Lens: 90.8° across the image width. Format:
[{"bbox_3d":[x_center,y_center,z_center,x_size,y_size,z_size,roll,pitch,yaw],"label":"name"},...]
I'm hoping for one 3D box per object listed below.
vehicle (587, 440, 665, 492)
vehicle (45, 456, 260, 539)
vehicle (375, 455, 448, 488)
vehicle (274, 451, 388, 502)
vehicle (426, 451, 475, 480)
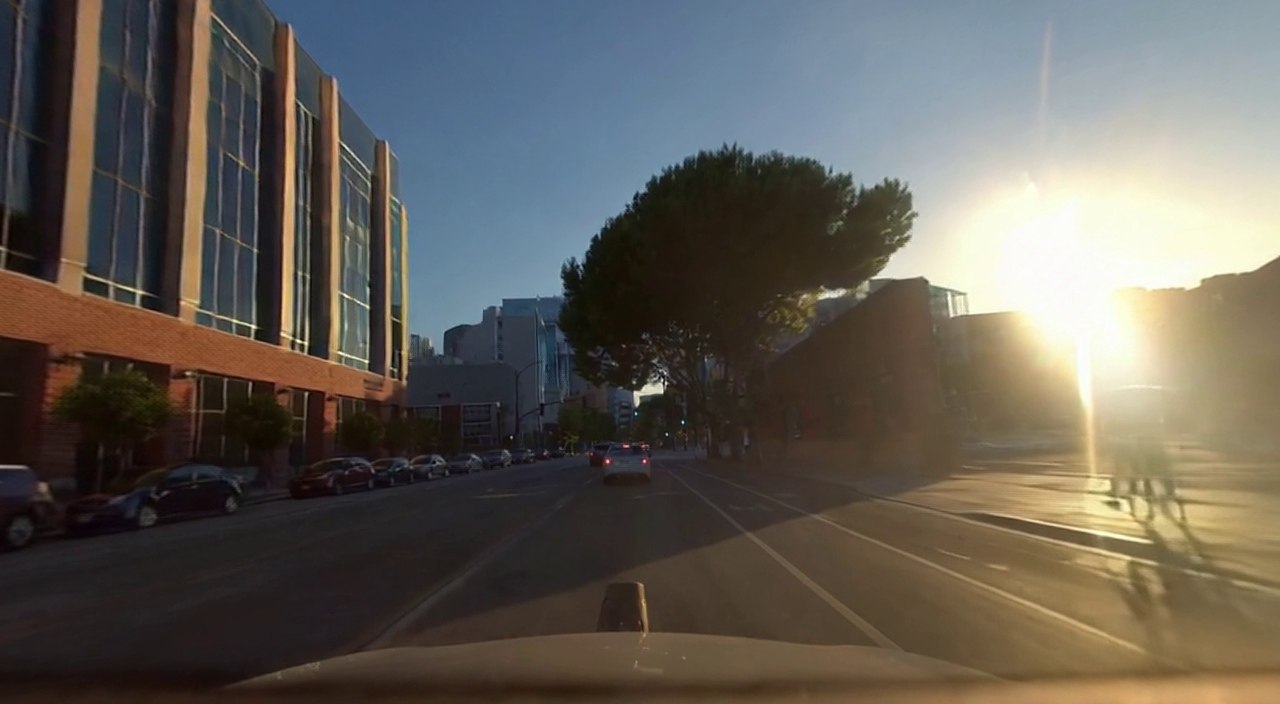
[{"bbox_3d":[-0.432,3.615,20.361,2.269,1.479,3.980,0,-9,-1],"label":"vehicle"},{"bbox_3d":[-11.905,3.508,15.933,1.881,1.686,4.451,0,-9,-1],"label":"vehicle"},{"bbox_3d":[-11.829,6.183,33.094,1.991,1.507,4.879,0,-8,0],"label":"vehicle"},{"bbox_3d":[-11.977,4.823,24.936,2.077,1.732,4.704,0,-9,0],"label":"vehicle"},{"bbox_3d":[-12.130,7.264,40.666,1.976,1.577,4.091,-4,-8,-1],"label":"vehicle"}]
